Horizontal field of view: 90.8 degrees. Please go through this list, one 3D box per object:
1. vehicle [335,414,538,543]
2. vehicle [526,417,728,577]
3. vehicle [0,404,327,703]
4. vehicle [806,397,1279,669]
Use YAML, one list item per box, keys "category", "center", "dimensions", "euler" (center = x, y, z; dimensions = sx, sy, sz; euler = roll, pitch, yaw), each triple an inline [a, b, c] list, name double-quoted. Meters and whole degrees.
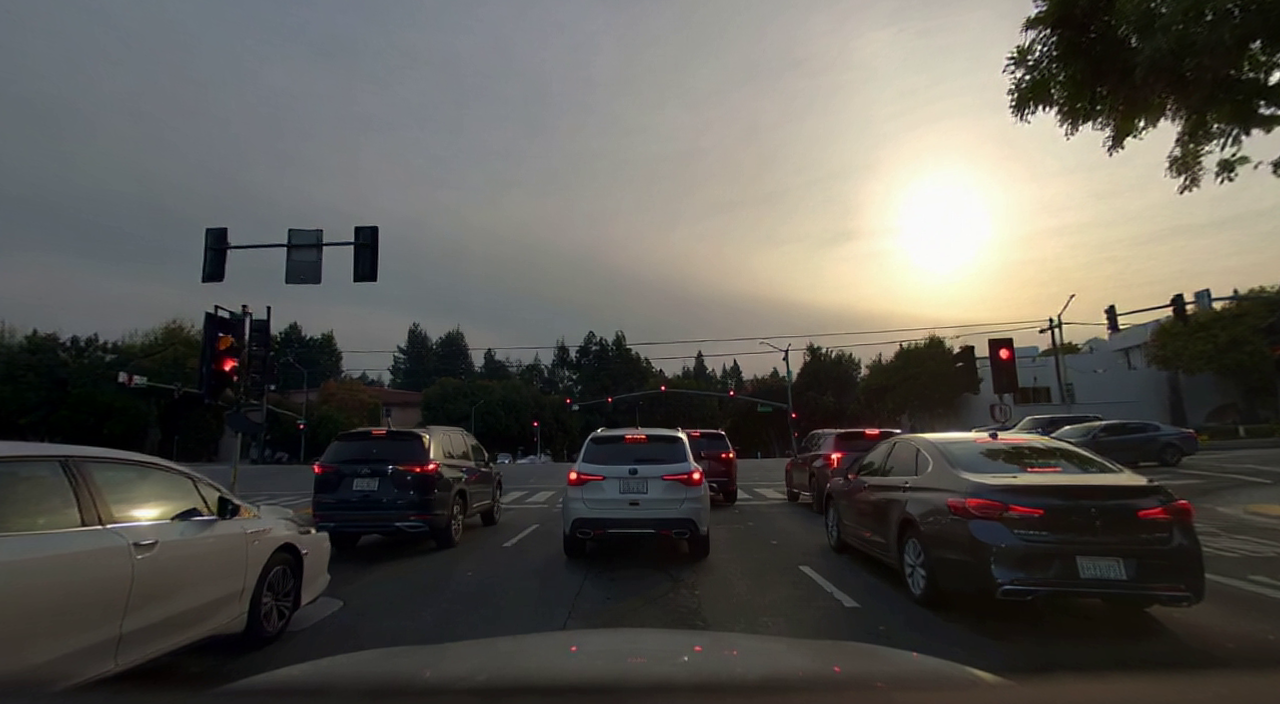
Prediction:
- category: "vehicle"
  center: [-3.226, 2.111, 11.171]
  dimensions: [2.048, 1.805, 4.405]
  euler: [0, -8, 1]
- category: "vehicle"
  center: [-0.101, 1.800, 8.556]
  dimensions: [2.106, 1.655, 3.717]
  euler: [0, -8, 1]
- category: "vehicle"
  center: [-3.350, 0.951, 2.368]
  dimensions: [1.863, 1.495, 4.667]
  euler: [0, -8, 1]
- category: "vehicle"
  center: [3.223, 1.442, 6.193]
  dimensions: [2.006, 1.659, 4.462]
  euler: [0, -8, 1]
